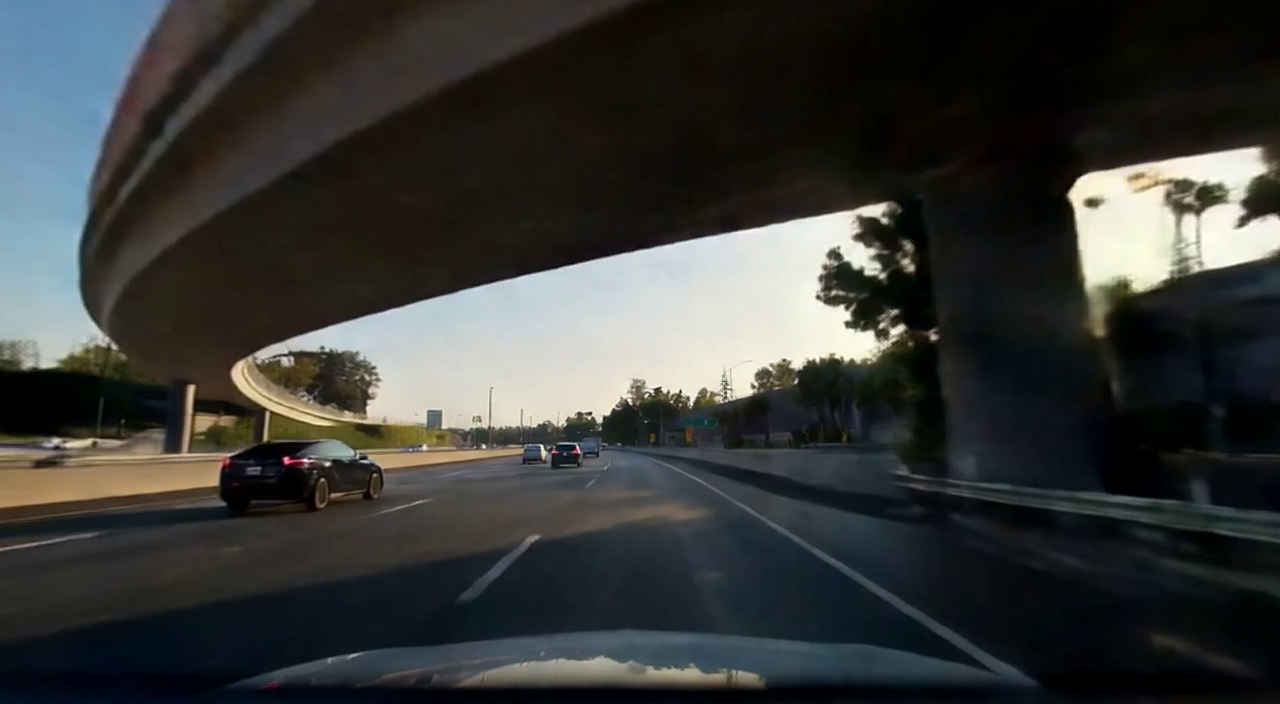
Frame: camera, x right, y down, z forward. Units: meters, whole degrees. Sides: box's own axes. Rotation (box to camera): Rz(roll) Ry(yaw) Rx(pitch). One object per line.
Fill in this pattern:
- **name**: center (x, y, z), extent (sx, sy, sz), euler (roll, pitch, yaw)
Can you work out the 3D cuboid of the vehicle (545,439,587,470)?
- **vehicle**: center (-4.111, 5.776, 35.750), extent (1.971, 1.643, 4.009), euler (0, -8, -1)
